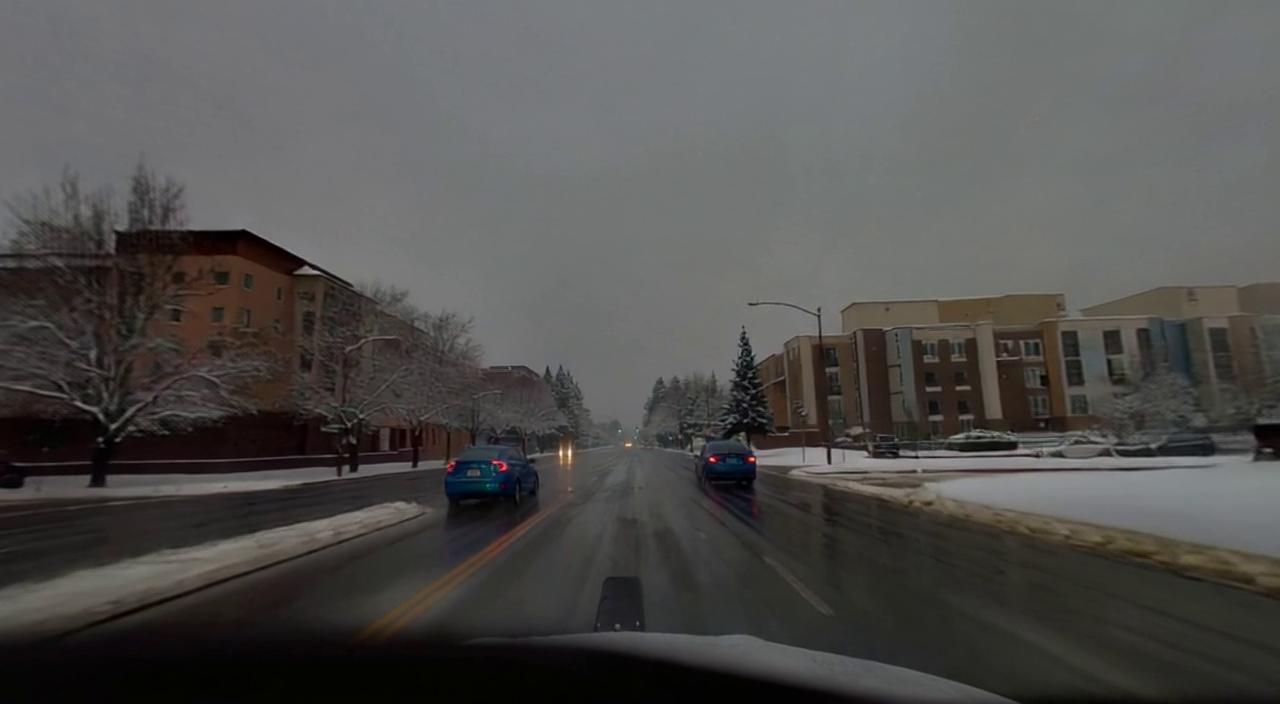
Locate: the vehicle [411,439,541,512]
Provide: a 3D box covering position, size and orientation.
[{"bbox_3d":[-3.785,2.913,15.401,2.062,1.527,4.044,0,-8,0],"label":"vehicle"}]

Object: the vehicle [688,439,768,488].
[{"bbox_3d":[2.863,3.735,21.472,1.978,1.471,4.426,0,-8,-1],"label":"vehicle"}]
